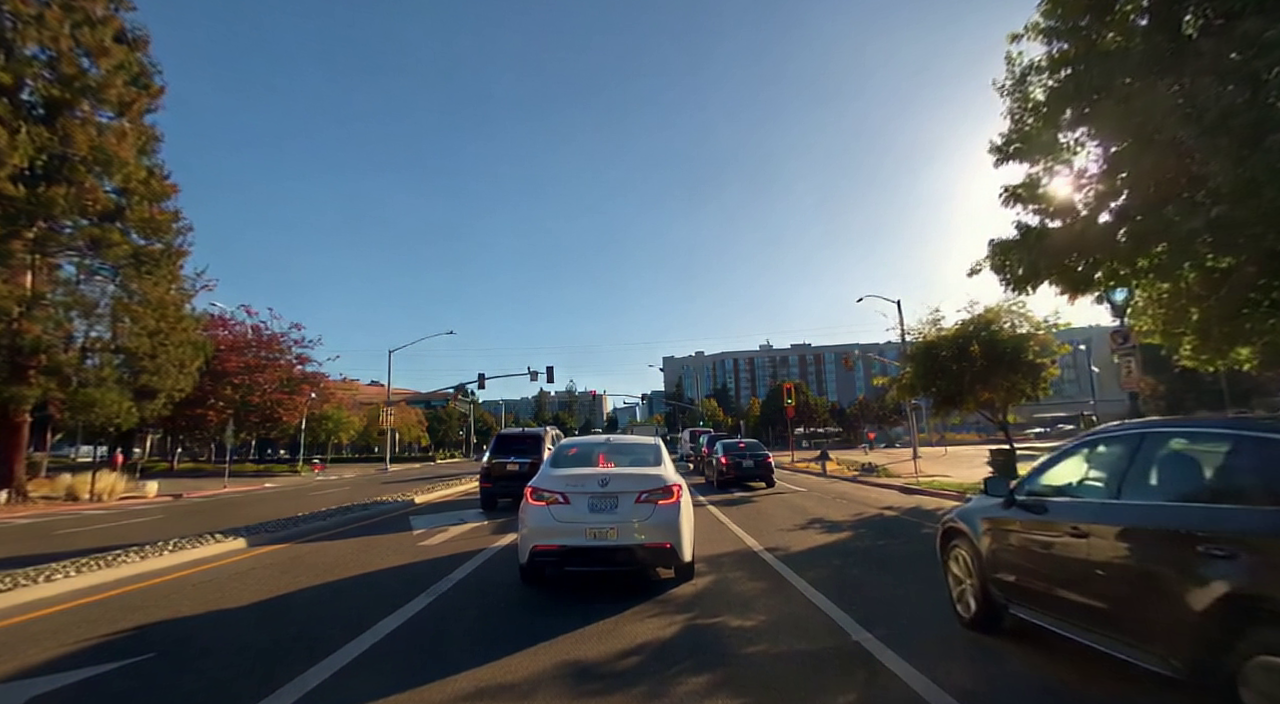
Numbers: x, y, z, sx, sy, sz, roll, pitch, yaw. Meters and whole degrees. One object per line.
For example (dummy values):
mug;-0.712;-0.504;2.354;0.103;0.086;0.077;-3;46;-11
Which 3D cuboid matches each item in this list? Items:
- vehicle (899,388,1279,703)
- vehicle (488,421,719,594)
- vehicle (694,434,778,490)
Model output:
vehicle;3.162;1.004;3.114;1.910;1.474;4.263;0;-9;-1
vehicle;-0.349;1.632;7.364;2.006;1.487;3.535;0;-9;-1
vehicle;2.906;3.436;20.065;1.874;1.556;4.116;0;-9;-2
